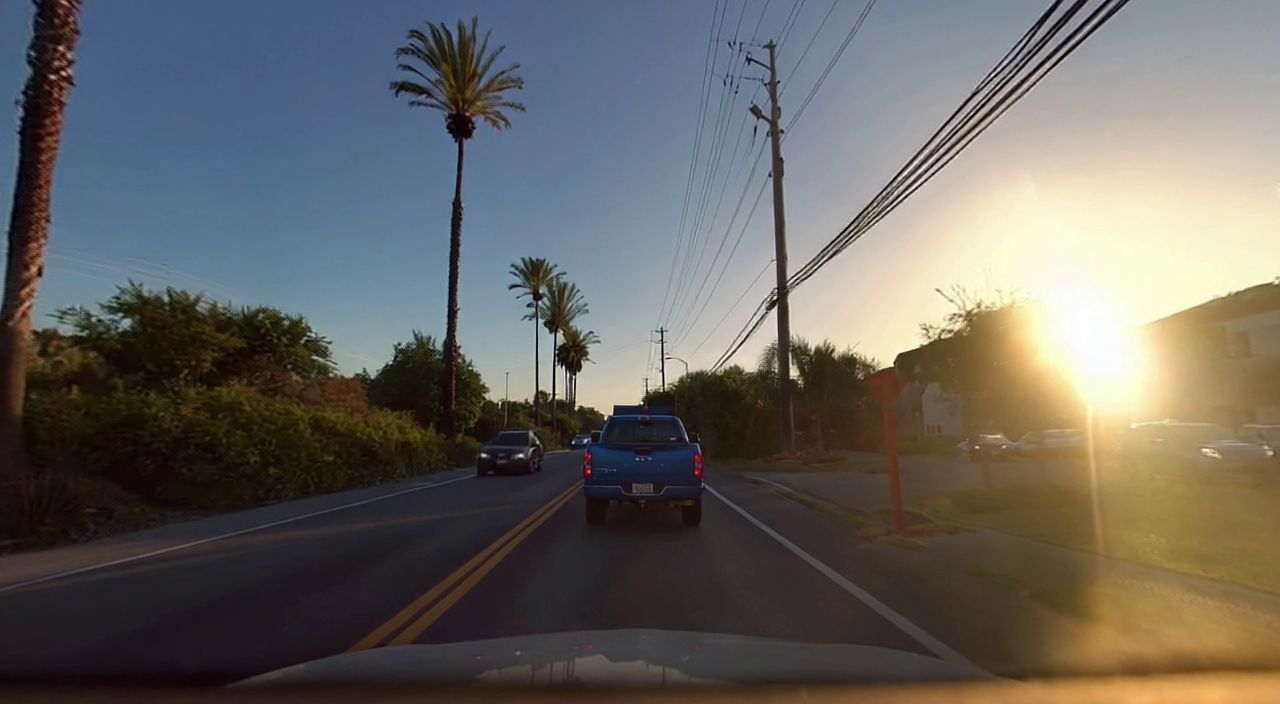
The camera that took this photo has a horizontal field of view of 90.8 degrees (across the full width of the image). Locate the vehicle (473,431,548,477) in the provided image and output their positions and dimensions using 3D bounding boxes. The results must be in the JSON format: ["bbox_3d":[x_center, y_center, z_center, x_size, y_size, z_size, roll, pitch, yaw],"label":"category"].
[{"bbox_3d":[-5.542,4.461,27.796,2.271,1.798,5.412,0,-8,-1],"label":"vehicle"}]

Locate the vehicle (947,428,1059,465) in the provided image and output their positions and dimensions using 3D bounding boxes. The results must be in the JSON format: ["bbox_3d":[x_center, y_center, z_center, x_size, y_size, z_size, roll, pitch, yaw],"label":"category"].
[{"bbox_3d":[20.359,5.368,35.886,2.277,1.836,6.267,0,-9,-4],"label":"vehicle"}]

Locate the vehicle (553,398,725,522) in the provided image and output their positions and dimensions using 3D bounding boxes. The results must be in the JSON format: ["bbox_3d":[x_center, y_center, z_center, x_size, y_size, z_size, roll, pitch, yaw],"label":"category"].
[{"bbox_3d":[0.008,2.242,13.570,2.848,2.047,5.885,0,-8,1],"label":"vehicle"}]

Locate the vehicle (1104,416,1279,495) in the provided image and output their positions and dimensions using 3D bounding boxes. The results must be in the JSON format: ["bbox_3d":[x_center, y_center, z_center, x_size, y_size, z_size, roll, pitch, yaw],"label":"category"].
[{"bbox_3d":[16.048,2.976,18.481,2.338,1.917,6.076,-3,-9,21],"label":"vehicle"}]
